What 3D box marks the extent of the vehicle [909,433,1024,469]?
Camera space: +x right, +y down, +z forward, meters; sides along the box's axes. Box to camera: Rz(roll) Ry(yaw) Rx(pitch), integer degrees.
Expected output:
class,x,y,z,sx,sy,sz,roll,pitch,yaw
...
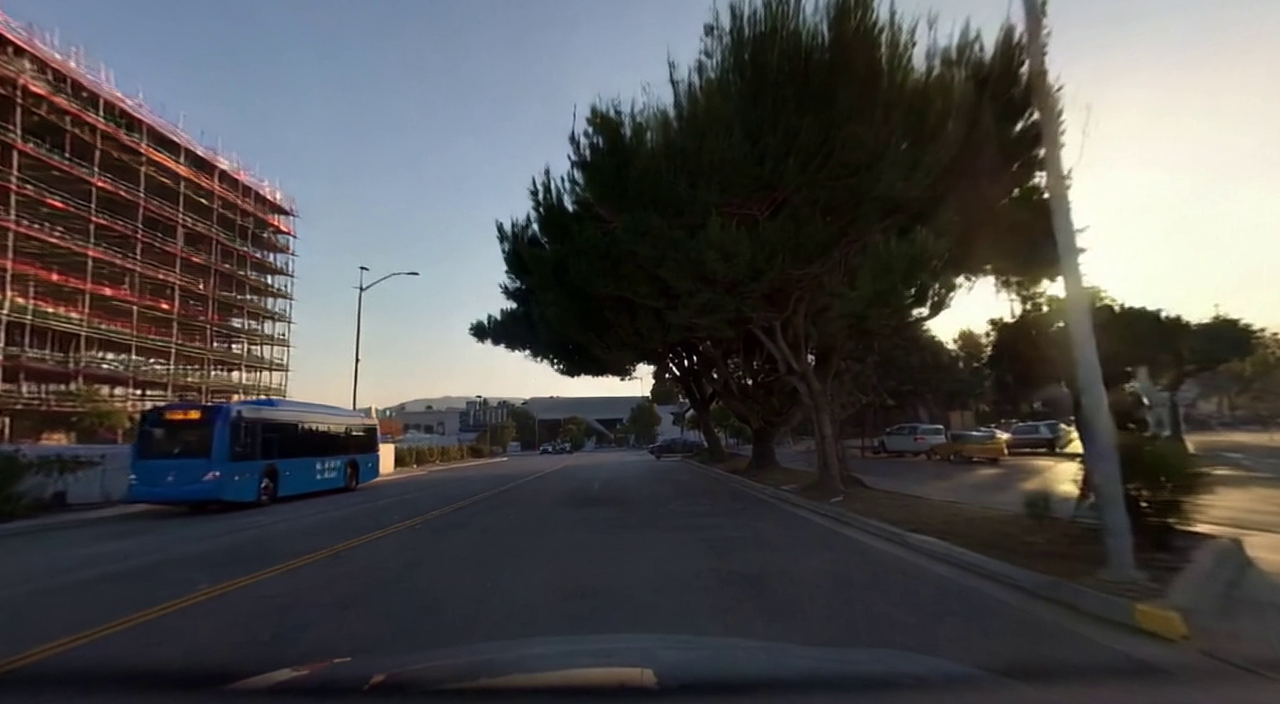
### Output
class,x,y,z,sx,sy,sz,roll,pitch,yaw
vehicle,13.943,4.259,27.125,3.897,1.470,1.829,0,-8,-1

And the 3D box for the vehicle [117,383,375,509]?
class,x,y,z,sx,sy,sz,roll,pitch,yaw
vehicle,-10.148,2.565,17.284,2.979,2.803,5.962,0,-9,2
